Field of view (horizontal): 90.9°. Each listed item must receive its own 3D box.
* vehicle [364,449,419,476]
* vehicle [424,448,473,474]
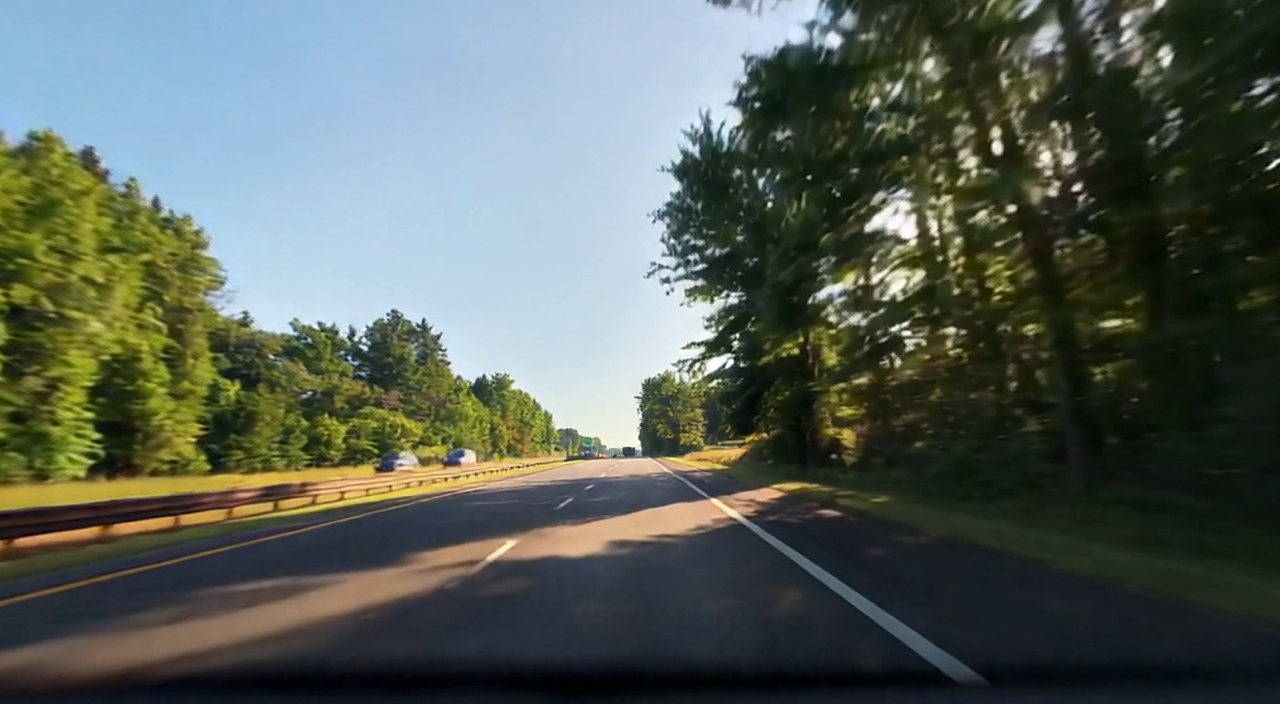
[{"bbox_3d":[-17.428,7.758,44.440,1.975,1.761,4.563,0,-9,0],"label":"vehicle"},{"bbox_3d":[-13.510,7.688,44.704,1.999,1.676,4.634,0,-9,0],"label":"vehicle"}]
